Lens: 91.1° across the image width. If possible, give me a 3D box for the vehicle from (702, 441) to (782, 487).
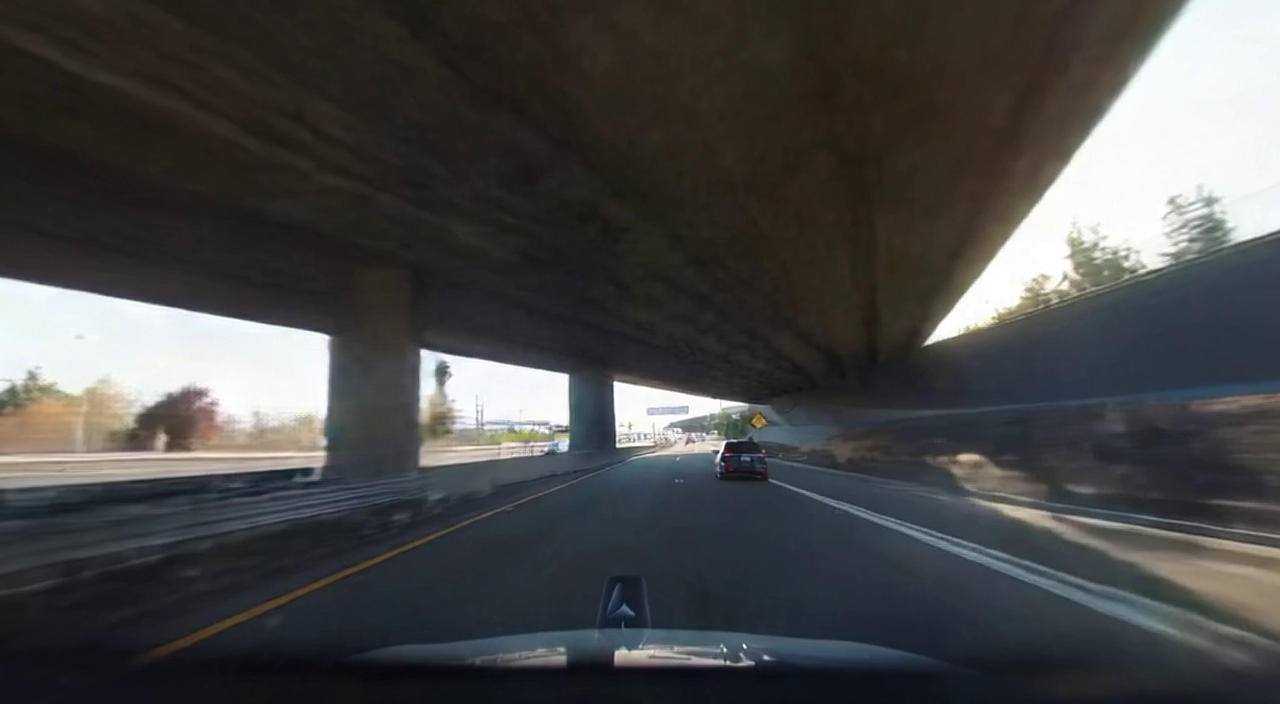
[{"bbox_3d":[3.380,3.825,21.738,2.124,1.405,4.398,0,-8,1],"label":"vehicle"}]
